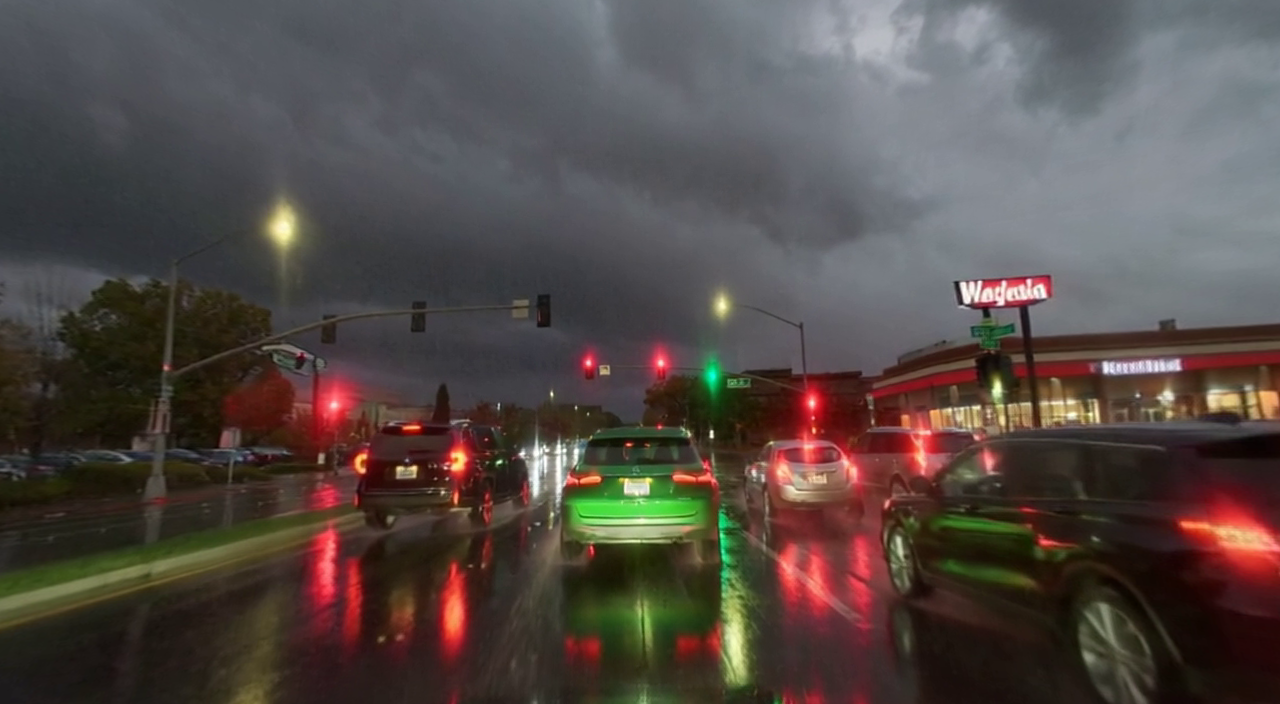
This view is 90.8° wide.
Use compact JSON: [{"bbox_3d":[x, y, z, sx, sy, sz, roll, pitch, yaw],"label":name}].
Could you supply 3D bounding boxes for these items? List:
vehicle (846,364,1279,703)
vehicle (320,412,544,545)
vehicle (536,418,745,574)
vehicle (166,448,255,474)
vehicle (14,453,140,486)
[{"bbox_3d":[2.959,1.079,3.879,1.922,1.508,4.330,0,-8,0],"label":"vehicle"},{"bbox_3d":[-3.043,1.972,10.479,2.180,1.708,4.397,0,-8,0],"label":"vehicle"},{"bbox_3d":[-0.009,1.710,8.202,2.071,1.525,3.723,0,-8,0],"label":"vehicle"},{"bbox_3d":[-27.241,6.889,40.262,4.362,1.518,1.894,4,-9,-26],"label":"vehicle"},{"bbox_3d":[-27.249,5.678,30.769,4.107,1.427,1.883,3,-9,-23],"label":"vehicle"}]
